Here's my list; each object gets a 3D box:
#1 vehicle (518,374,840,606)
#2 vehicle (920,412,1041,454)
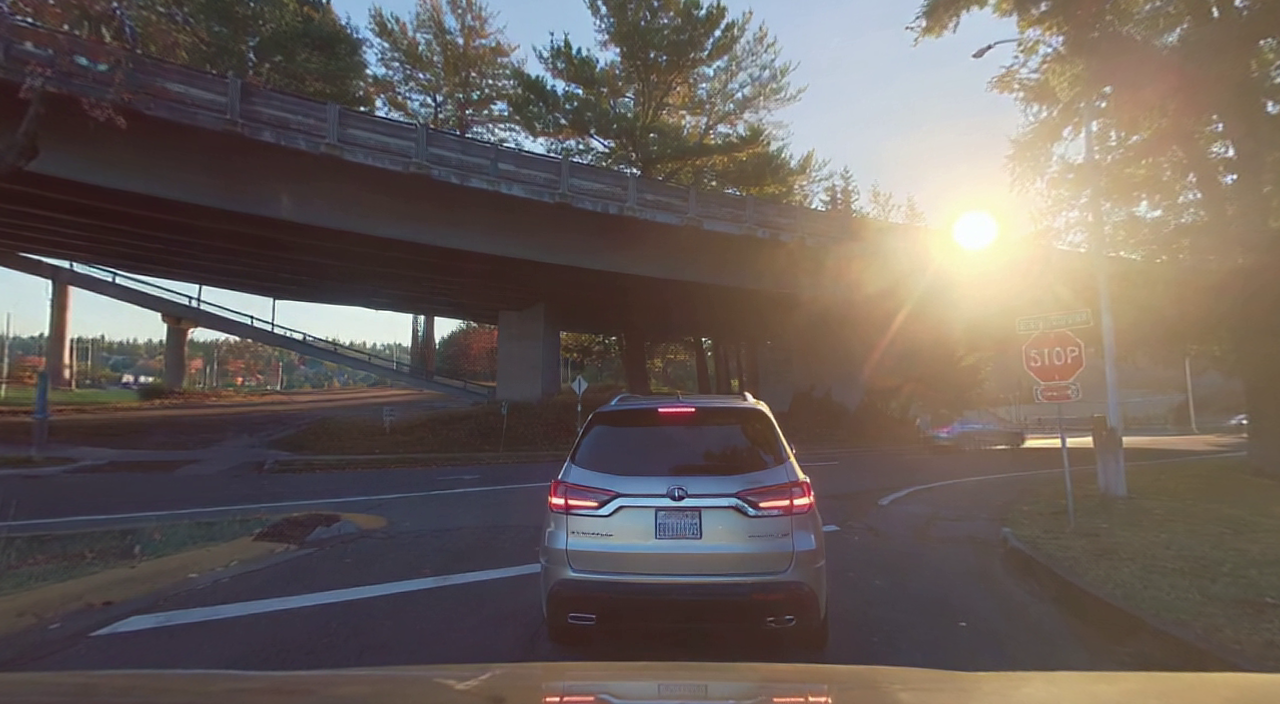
[{"bbox_3d":[0.312,1.400,7.162,2.494,1.804,4.336,0,-9,0],"label":"vehicle"},{"bbox_3d":[14.721,3.548,27.246,5.060,1.648,2.038,5,-10,-28],"label":"vehicle"}]
